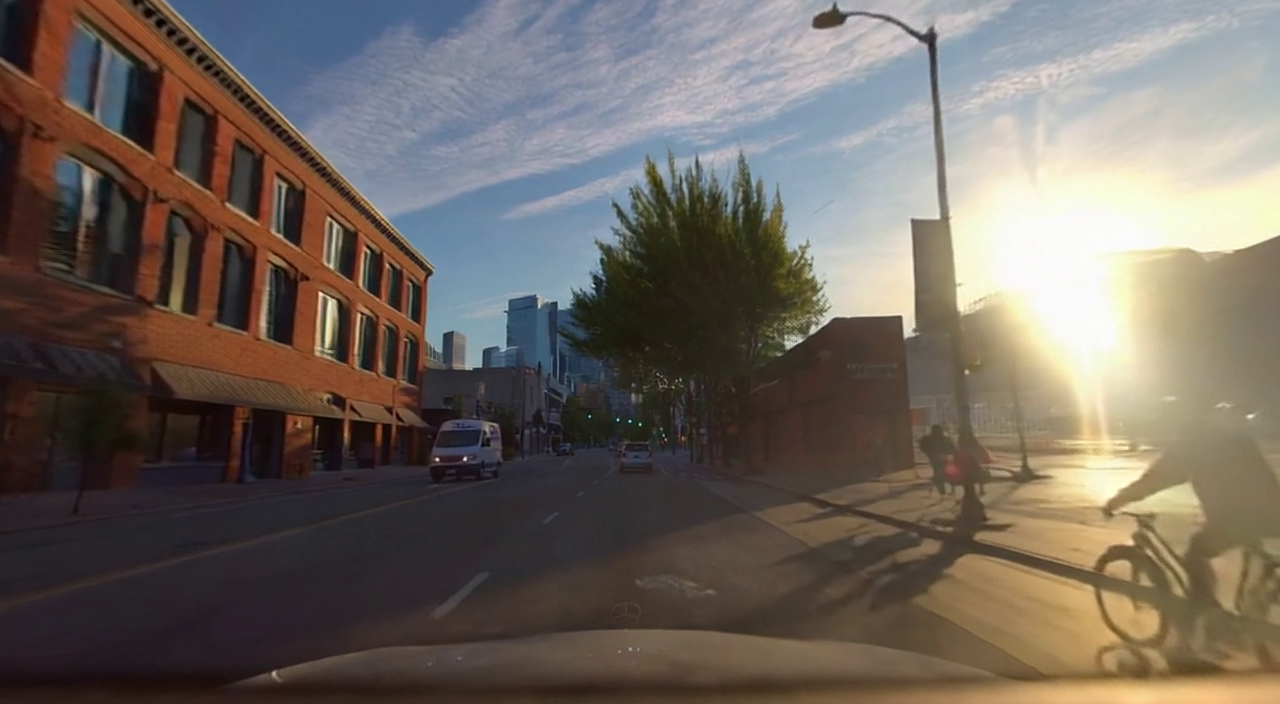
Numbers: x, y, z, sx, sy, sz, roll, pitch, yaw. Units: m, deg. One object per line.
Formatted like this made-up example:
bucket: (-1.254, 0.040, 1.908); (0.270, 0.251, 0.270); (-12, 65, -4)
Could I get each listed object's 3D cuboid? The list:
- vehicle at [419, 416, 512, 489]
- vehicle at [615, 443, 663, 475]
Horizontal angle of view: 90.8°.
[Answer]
vehicle: (-7.007, 4.103, 26.159); (2.418, 2.620, 5.522); (-1, -8, -1)
vehicle: (-0.085, 5.617, 33.417); (2.356, 1.572, 4.810); (0, -9, -1)
